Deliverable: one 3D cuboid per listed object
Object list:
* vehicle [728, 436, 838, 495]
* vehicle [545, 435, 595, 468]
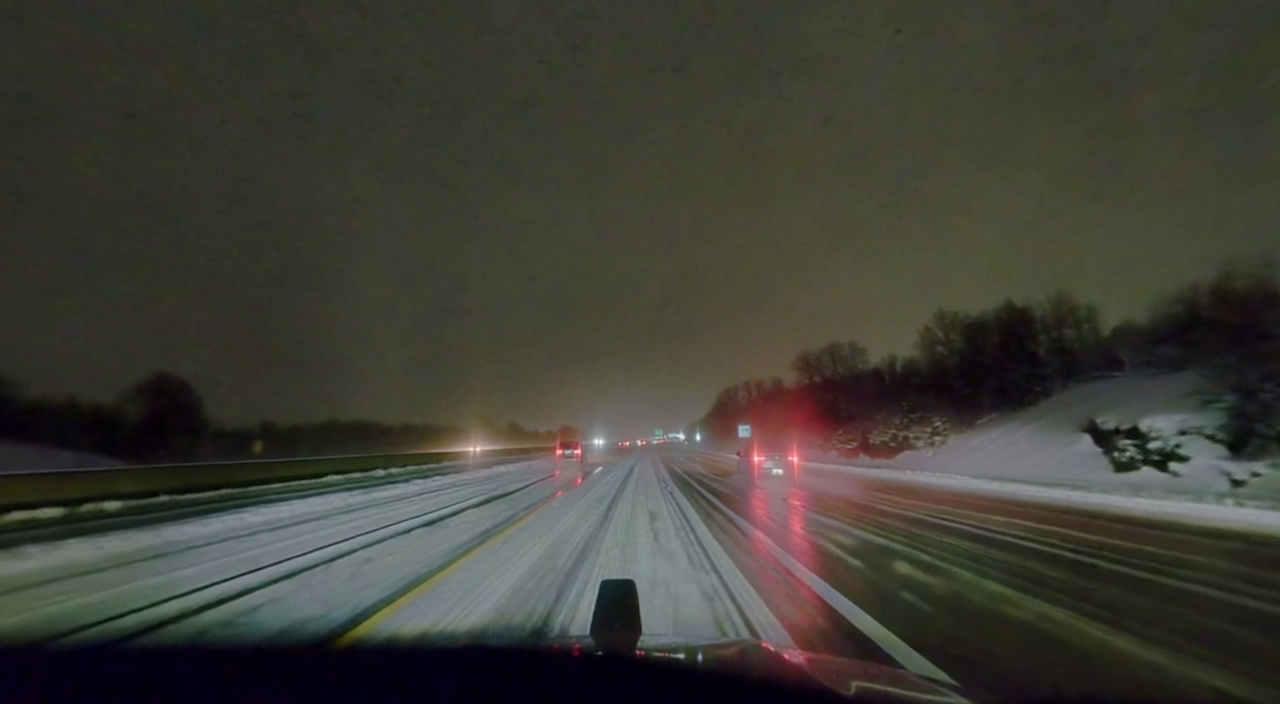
[{"bbox_3d":[3.970,3.236,18.368,2.060,1.485,4.274,0,-8,-2],"label":"vehicle"},{"bbox_3d":[-3.673,5.329,33.850,2.048,1.618,4.424,0,-8,1],"label":"vehicle"}]
